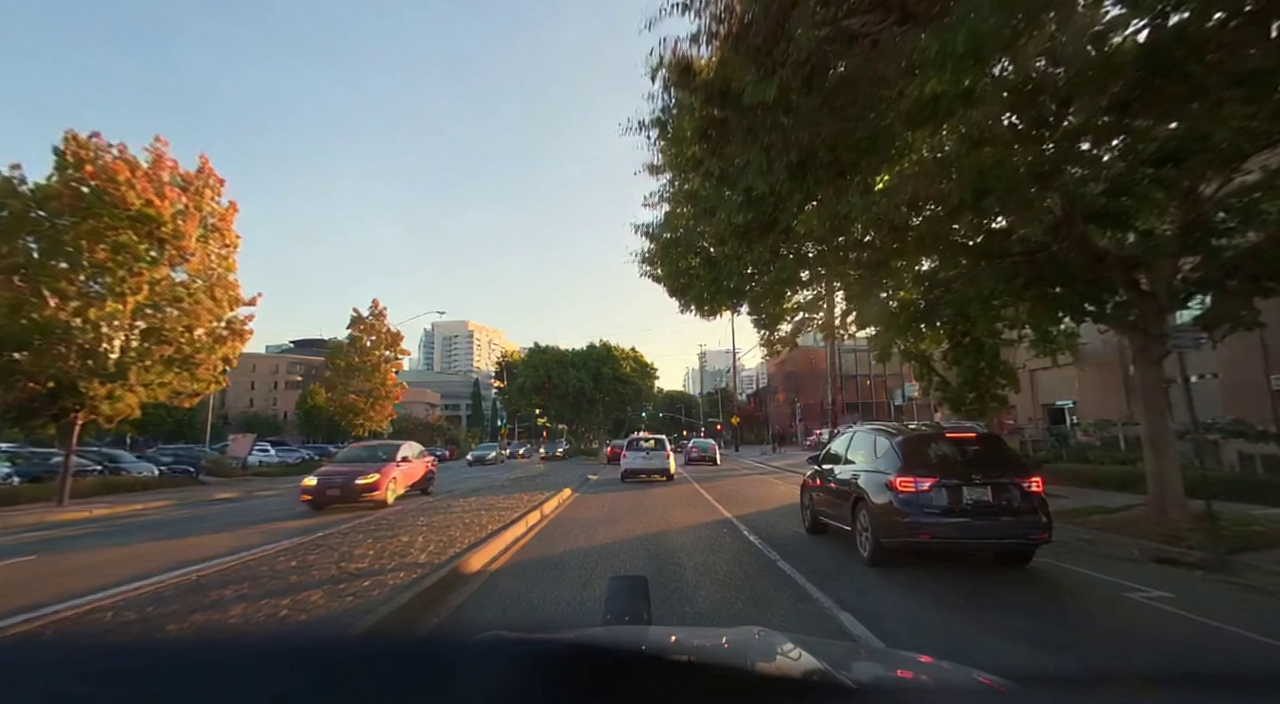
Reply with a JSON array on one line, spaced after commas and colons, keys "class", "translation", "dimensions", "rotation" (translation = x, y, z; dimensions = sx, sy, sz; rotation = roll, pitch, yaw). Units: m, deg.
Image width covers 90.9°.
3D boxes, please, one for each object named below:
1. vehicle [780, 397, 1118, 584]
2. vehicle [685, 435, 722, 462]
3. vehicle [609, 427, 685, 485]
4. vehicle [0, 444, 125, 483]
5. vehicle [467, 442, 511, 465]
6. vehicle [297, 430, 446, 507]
[{"class": "vehicle", "translation": [3.375, 1.608, 8.153], "dimensions": [2.024, 1.711, 4.512], "rotation": [0, -8, 0]}, {"class": "vehicle", "translation": [3.781, 5.843, 38.193], "dimensions": [1.880, 1.503, 4.130], "rotation": [0, -8, 1]}, {"class": "vehicle", "translation": [0.205, 3.307, 20.360], "dimensions": [2.200, 1.653, 4.127], "rotation": [0, -8, 0]}, {"class": "vehicle", "translation": [-22.556, 4.198, 23.923], "dimensions": [4.289, 1.387, 1.950], "rotation": [0, -8, 0]}, {"class": "vehicle", "translation": [-10.376, 7.014, 43.578], "dimensions": [1.967, 1.494, 4.483], "rotation": [0, -8, 0]}, {"class": "vehicle", "translation": [-6.605, 2.901, 16.127], "dimensions": [1.936, 1.681, 4.274], "rotation": [0, -8, 0]}]
